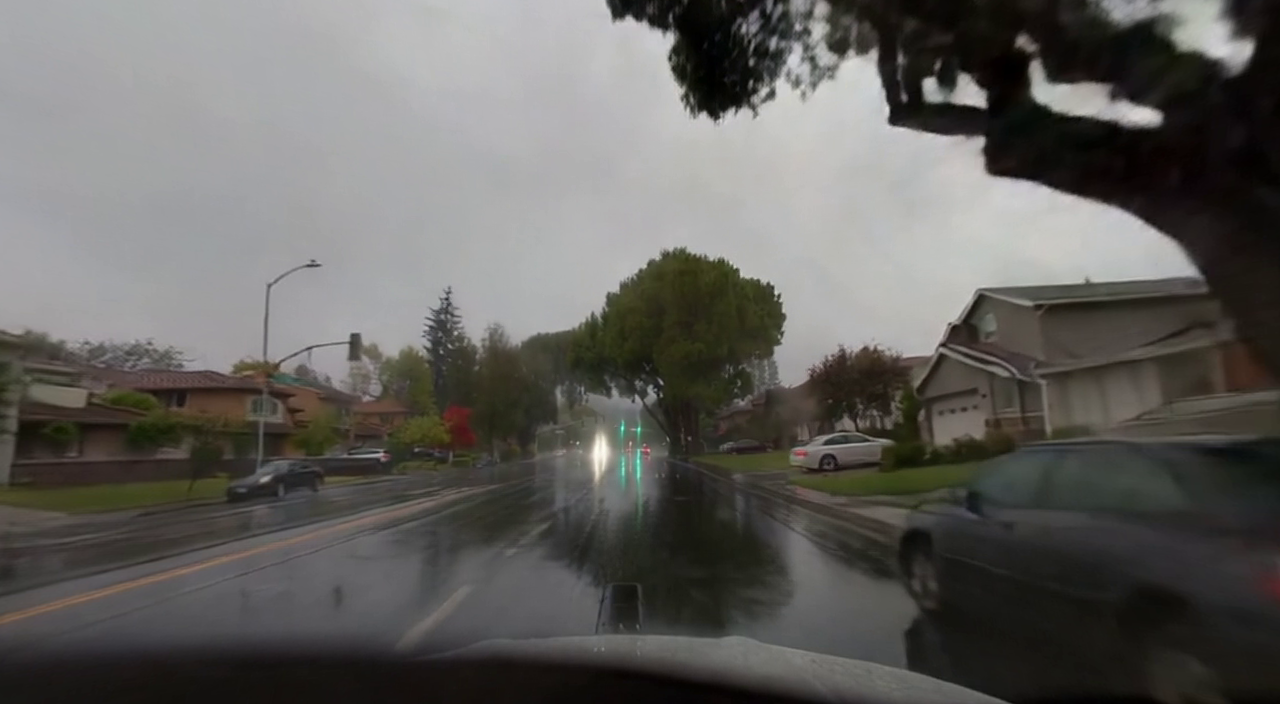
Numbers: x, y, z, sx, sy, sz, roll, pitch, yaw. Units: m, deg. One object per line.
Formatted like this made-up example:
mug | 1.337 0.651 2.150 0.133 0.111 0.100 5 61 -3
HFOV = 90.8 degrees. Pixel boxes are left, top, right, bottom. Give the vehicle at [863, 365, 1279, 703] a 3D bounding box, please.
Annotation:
vehicle | 3.424 1.192 4.338 2.078 1.679 4.562 0 -9 0

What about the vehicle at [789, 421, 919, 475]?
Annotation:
vehicle | 9.281 4.199 27.678 4.790 1.681 2.029 -7 -8 -5

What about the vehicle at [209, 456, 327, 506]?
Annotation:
vehicle | -13.971 4.822 24.093 1.876 1.495 4.647 -4 -9 -2

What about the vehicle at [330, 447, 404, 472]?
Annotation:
vehicle | -21.043 8.327 48.879 4.756 1.869 2.042 -1 -9 5
